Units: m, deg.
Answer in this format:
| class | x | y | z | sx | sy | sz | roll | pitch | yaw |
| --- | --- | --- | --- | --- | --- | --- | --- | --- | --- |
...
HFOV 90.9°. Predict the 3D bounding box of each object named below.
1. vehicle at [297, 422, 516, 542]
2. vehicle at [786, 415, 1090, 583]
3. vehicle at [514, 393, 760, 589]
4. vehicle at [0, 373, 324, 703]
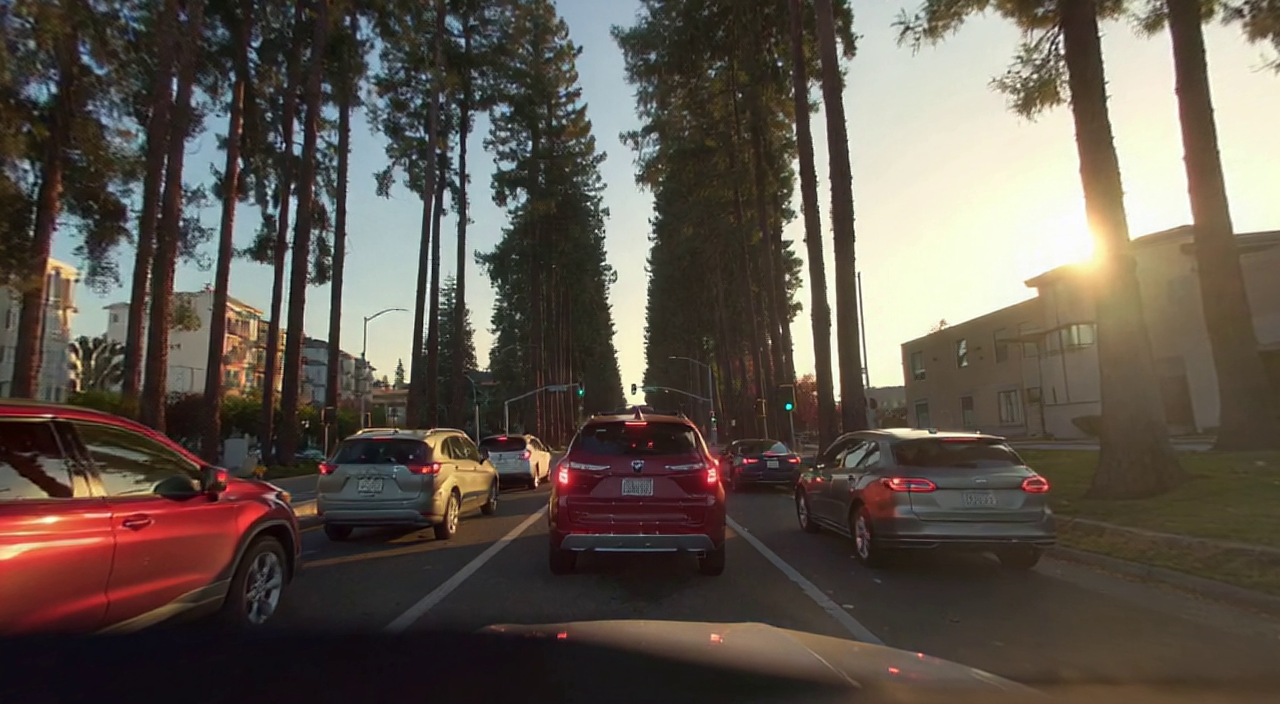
| class | x | y | z | sx | sy | sz | roll | pitch | yaw |
| --- | --- | --- | --- | --- | --- | --- | --- | --- | --- |
| vehicle | -3.655 | 2.119 | 10.919 | 2.042 | 1.641 | 4.314 | 0 | -8 | 1 |
| vehicle | 3.262 | 1.668 | 7.864 | 1.922 | 1.579 | 3.642 | 0 | -8 | -1 |
| vehicle | -0.008 | 1.545 | 7.732 | 2.193 | 1.744 | 4.033 | 0 | -8 | 1 |
| vehicle | -3.781 | 0.999 | 3.302 | 1.929 | 1.641 | 4.193 | 0 | -8 | 2 |
